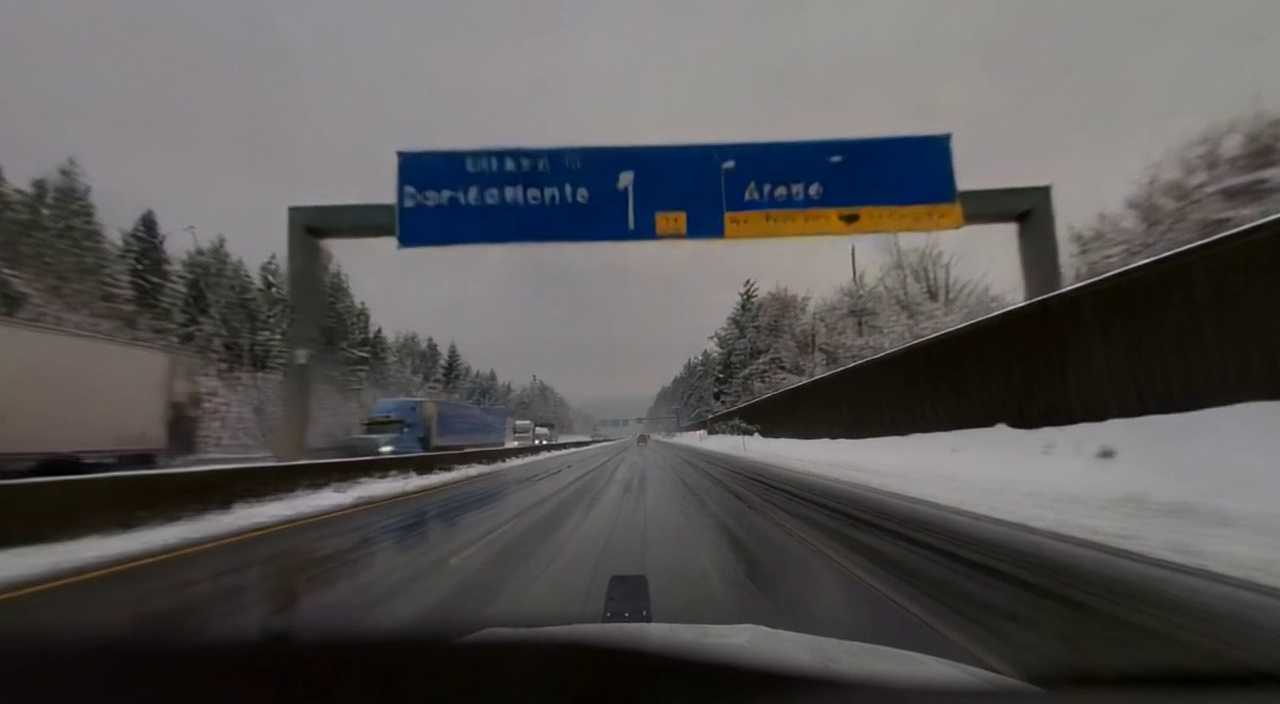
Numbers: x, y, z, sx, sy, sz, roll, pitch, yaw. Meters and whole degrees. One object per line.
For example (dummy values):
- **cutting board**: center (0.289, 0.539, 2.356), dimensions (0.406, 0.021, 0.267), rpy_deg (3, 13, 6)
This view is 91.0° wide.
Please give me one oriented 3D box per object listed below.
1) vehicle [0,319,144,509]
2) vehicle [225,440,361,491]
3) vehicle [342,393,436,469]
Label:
- **vehicle**: center (-15.377, 0.880, 10.384), dimensions (2.927, 4.085, 13.949), rpy_deg (0, -8, 0)
- **vehicle**: center (-10.675, 3.487, 19.786), dimensions (1.857, 1.432, 4.189), rpy_deg (0, -8, 1)
- **vehicle**: center (-14.841, 4.777, 37.721), dimensions (3.033, 4.136, 5.972), rpy_deg (0, -8, 0)
